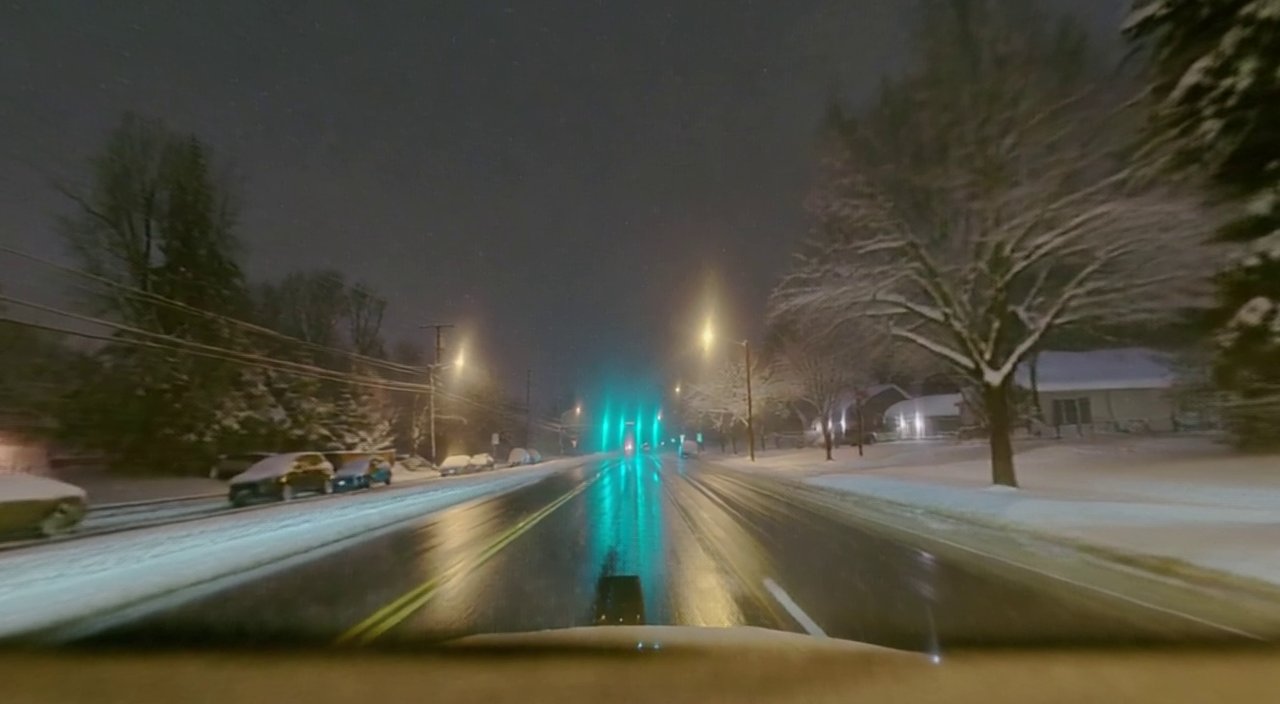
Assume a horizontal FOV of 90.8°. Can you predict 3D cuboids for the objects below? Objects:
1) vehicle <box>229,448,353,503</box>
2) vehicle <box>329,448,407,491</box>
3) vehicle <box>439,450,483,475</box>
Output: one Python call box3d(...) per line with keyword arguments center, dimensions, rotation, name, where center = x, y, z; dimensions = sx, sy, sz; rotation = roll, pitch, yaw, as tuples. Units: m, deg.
box3d(center=(-12.879, 4.537, 23.788), dimensions=(1.882, 1.775, 4.904), rotation=(0, -8, 0), name="vehicle")
box3d(center=(-12.608, 5.431, 29.554), dimensions=(1.882, 1.727, 3.945), rotation=(-3, -8, 1), name="vehicle")
box3d(center=(-12.611, 7.788, 44.708), dimensions=(1.828, 1.510, 4.149), rotation=(-4, -8, 0), name="vehicle")
